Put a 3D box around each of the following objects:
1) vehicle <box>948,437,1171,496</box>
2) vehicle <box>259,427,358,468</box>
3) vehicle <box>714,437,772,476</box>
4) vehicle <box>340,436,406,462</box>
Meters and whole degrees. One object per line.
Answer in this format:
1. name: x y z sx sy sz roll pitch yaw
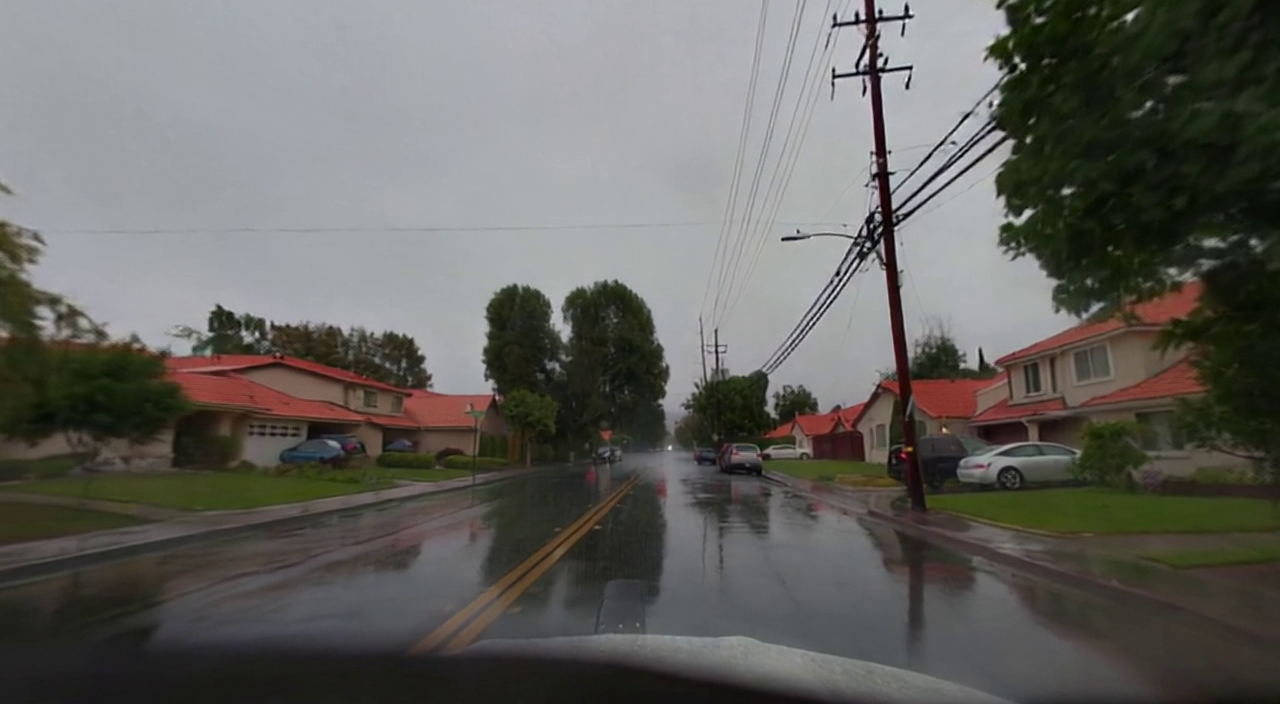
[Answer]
1. vehicle: 11.296 3.109 17.336 4.625 1.501 2.011 -1 -8 3
2. vehicle: -16.253 4.748 31.387 2.034 1.829 5.161 0 -9 1
3. vehicle: 5.266 5.427 33.071 2.114 1.858 5.144 0 -8 -1
4. vehicle: -19.207 7.057 45.719 2.139 1.746 5.099 -1 -9 5
